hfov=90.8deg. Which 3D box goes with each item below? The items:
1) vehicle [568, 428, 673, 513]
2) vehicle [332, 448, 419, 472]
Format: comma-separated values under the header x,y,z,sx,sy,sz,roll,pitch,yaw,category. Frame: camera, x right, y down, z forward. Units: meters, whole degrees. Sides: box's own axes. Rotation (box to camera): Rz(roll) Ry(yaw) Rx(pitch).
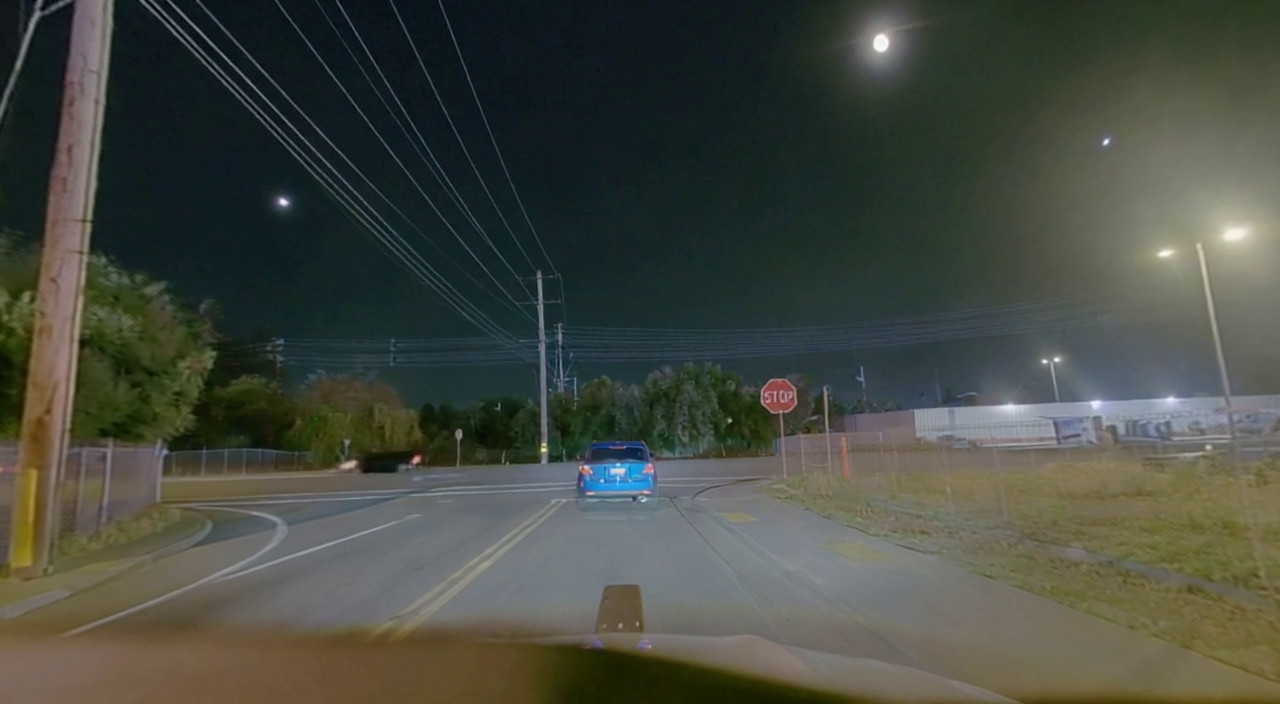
x,y,z,sx,sy,sz,roll,pitch,yaw,category
-0.529,2.730,15.047,2.137,1.698,4.166,0,-8,-4,vehicle
-17.056,7.001,40.987,4.840,1.478,1.794,1,-8,-8,vehicle
